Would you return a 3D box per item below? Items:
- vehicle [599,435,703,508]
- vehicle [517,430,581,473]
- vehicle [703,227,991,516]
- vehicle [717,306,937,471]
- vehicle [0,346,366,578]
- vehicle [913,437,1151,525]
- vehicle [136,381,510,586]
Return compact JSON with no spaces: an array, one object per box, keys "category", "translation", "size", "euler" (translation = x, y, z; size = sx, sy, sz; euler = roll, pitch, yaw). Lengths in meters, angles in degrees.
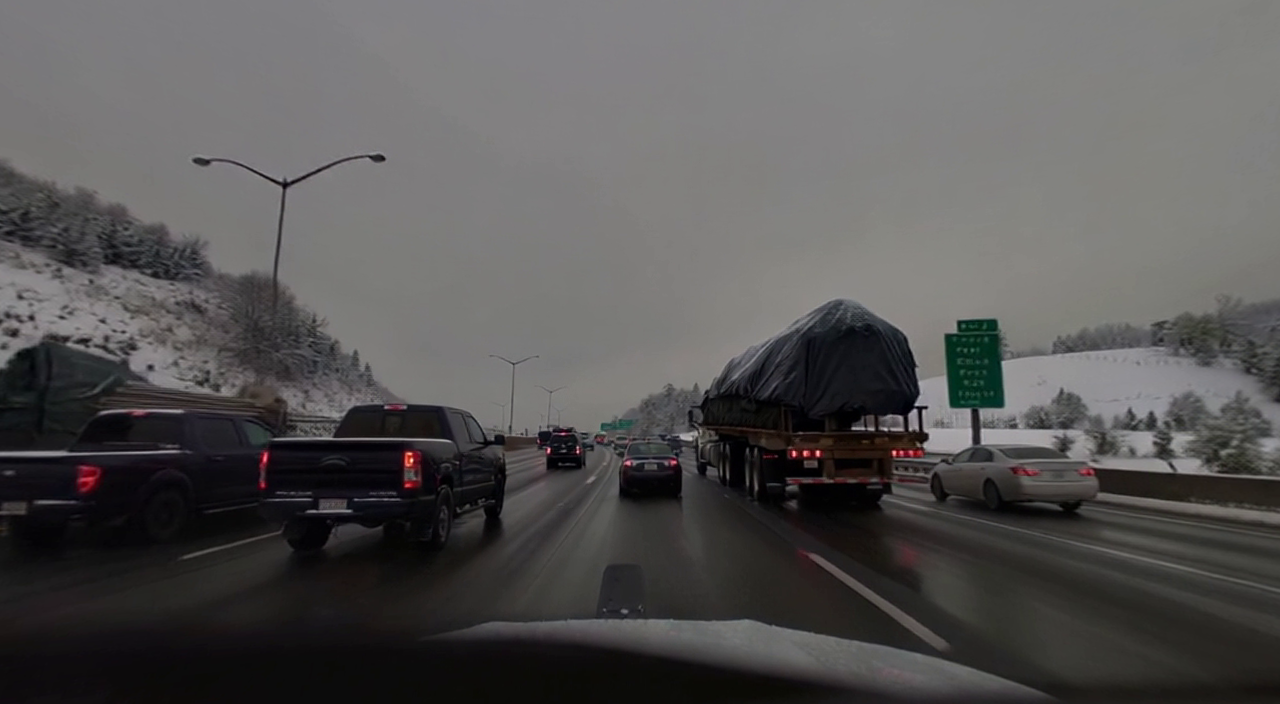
[{"category":"vehicle","translation":[0.169,2.722,14.897],"size":[2.105,1.471,3.978],"euler":[0,-8,-2]},{"category":"vehicle","translation":[-4.061,4.541,29.027],"size":[2.348,1.821,5.061],"euler":[0,-8,-2]},{"category":"vehicle","translation":[3.392,0.982,14.295],"size":[2.759,4.098,10.906],"euler":[0,-8,0]},{"category":"vehicle","translation":[3.378,0.941,13.023],"size":[2.790,2.718,5.253],"euler":[0,-8,-1]},{"category":"vehicle","translation":[-7.550,1.594,9.909],"size":[3.150,2.303,7.133],"euler":[0,-8,1]},{"category":"vehicle","translation":[7.686,2.522,13.025],"size":[2.092,1.495,4.194],"euler":[0,-8,-2]},{"category":"vehicle","translation":[-3.502,1.602,8.616],"size":[2.318,1.902,5.374],"euler":[0,-8,0]}]
